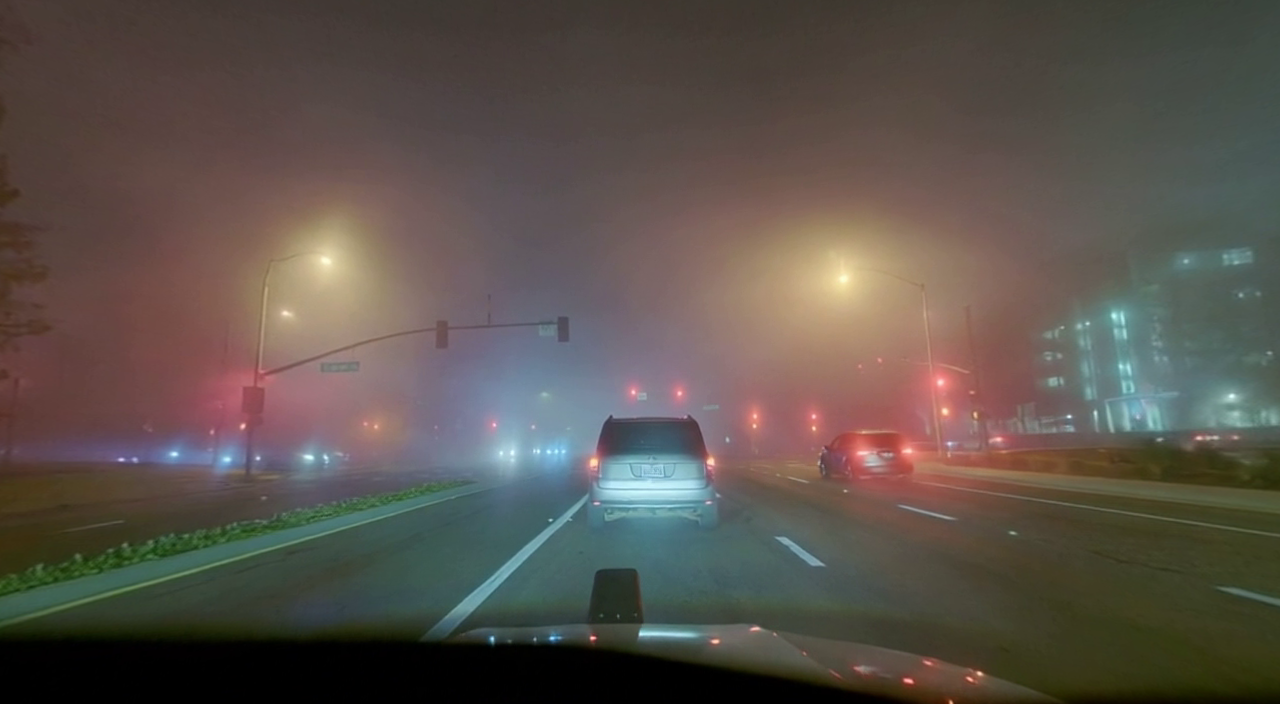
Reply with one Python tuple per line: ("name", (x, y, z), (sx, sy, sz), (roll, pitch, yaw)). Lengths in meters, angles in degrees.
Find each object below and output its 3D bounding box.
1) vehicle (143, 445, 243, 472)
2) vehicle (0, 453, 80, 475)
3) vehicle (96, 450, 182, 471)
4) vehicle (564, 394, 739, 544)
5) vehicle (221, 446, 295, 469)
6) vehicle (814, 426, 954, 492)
("vehicle", (-30.264, 7.214, 42.935), (5.244, 1.715, 1.950), (0, -9, 1))
("vehicle", (-40.568, 7.565, 42.814), (3.386, 1.456, 2.024), (0, -9, 1))
("vehicle", (-36.520, 7.898, 46.162), (4.647, 1.484, 1.893), (0, -9, 0))
("vehicle", (0.238, 1.873, 10.637), (2.267, 1.926, 4.708), (-1, -9, 2))
("vehicle", (-27.653, 7.636, 45.910), (4.100, 1.567, 1.868), (0, -9, 1))
("vehicle", (7.078, 3.172, 19.018), (2.447, 1.707, 4.396), (0, -9, 0))
